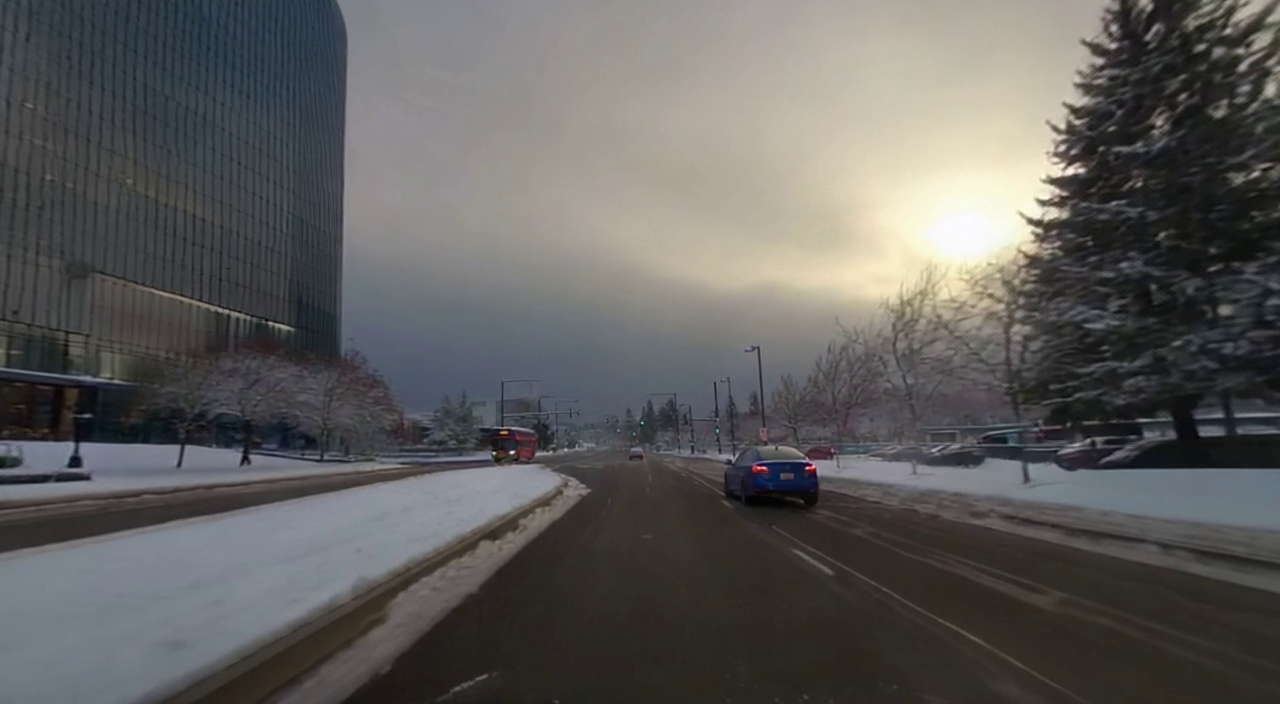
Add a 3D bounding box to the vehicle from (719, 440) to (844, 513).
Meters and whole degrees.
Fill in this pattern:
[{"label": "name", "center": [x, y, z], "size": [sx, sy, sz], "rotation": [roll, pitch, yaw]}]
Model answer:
[{"label": "vehicle", "center": [3.231, 2.927, 15.294], "size": [1.993, 1.501, 4.127], "rotation": [0, -9, -1]}]
